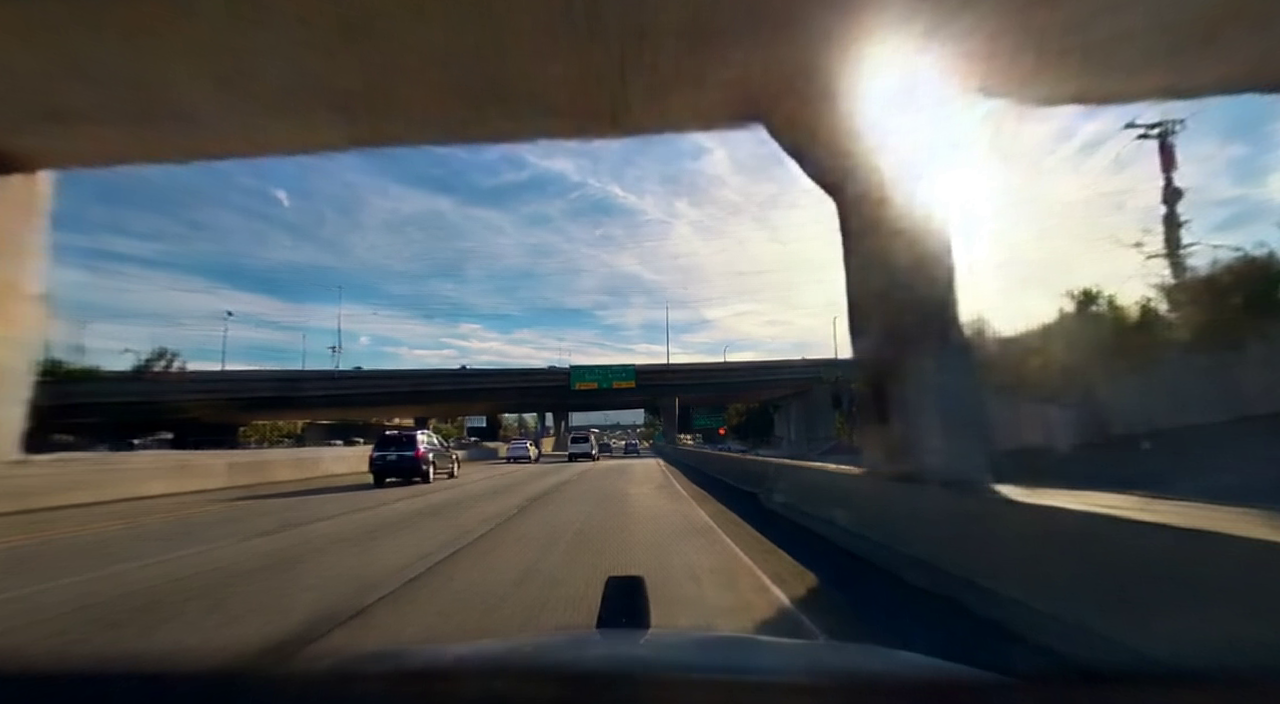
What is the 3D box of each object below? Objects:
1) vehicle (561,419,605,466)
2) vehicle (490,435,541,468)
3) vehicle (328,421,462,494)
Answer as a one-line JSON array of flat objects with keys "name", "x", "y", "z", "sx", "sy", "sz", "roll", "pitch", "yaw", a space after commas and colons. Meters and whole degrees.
[{"name": "vehicle", "x": -3.651, "y": 5.954, "z": 41.394, "sx": 2.301, "sy": 2.843, "sz": 6.458, "roll": 0, "pitch": -8, "yaw": 0}, {"name": "vehicle", "x": -7.328, "y": 5.894, "z": 37.323, "sx": 2.109, "sy": 1.784, "sz": 4.709, "roll": 0, "pitch": -8, "yaw": -1}, {"name": "vehicle", "x": -7.281, "y": 3.187, "z": 19.326, "sx": 2.179, "sy": 1.948, "sz": 4.618, "roll": 0, "pitch": -8, "yaw": 1}]
